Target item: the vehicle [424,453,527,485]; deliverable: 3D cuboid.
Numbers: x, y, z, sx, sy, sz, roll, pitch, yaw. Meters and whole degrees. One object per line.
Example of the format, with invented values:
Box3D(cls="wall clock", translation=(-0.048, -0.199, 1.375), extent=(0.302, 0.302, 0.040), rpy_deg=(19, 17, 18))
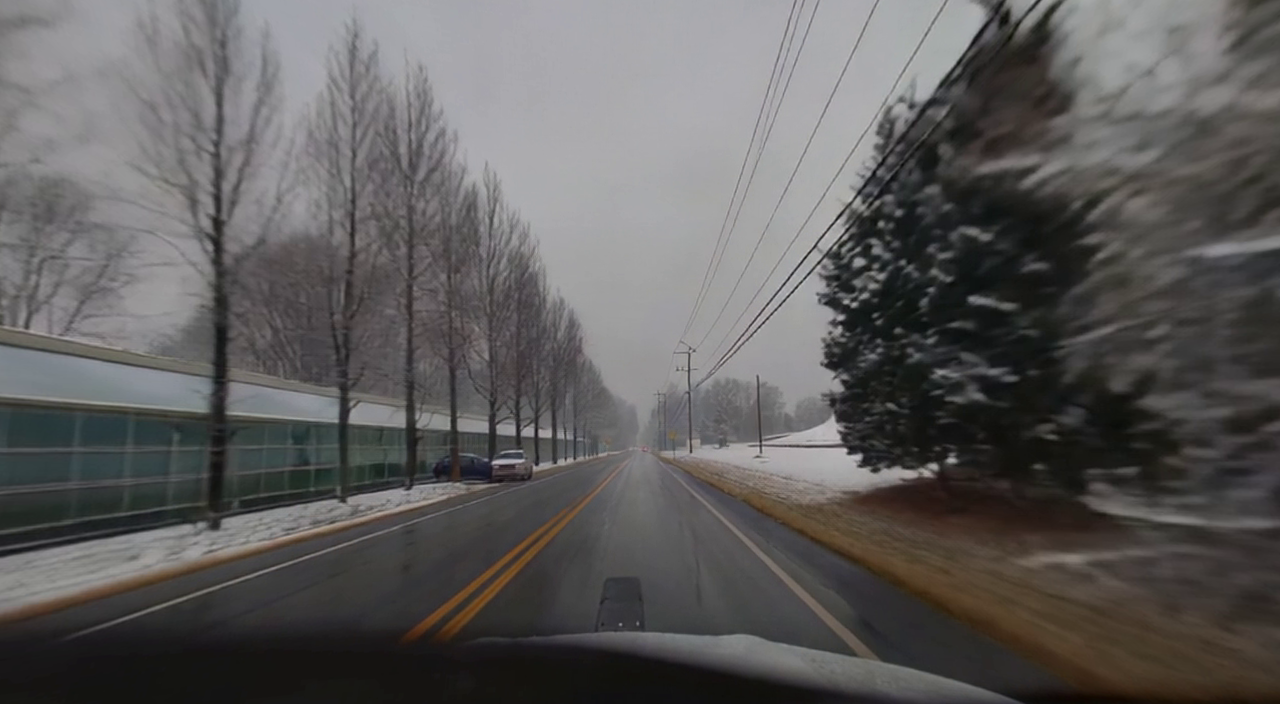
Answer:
Box3D(cls="vehicle", translation=(-8.115, 5.816, 31.456), extent=(4.525, 1.499, 1.934), rpy_deg=(0, -8, 1))
